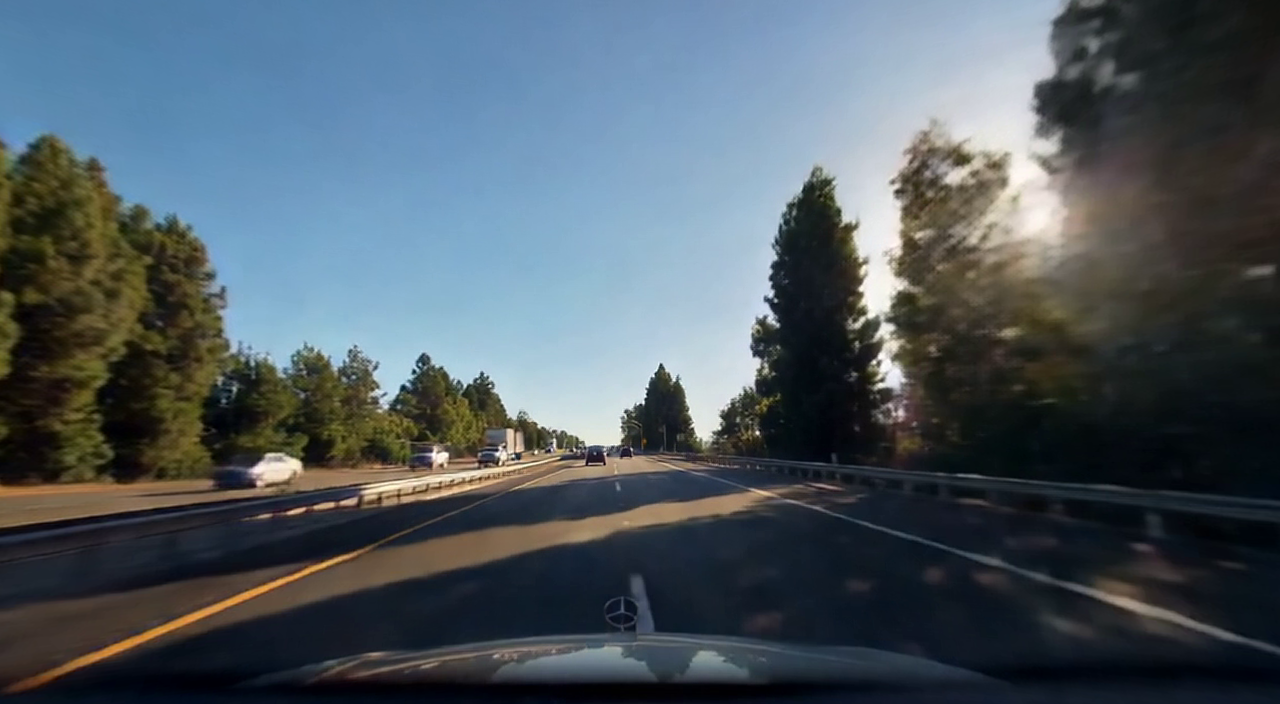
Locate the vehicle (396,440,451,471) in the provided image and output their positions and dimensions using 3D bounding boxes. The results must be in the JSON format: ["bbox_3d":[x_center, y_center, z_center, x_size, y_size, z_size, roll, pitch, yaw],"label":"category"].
[{"bbox_3d":[-15.786,7.570,46.018,2.209,2.067,5.308,0,-9,-2],"label":"vehicle"}]

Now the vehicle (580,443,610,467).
[{"bbox_3d":[-3.315,7.616,46.622,2.098,1.692,4.038,0,-9,-2],"label":"vehicle"}]

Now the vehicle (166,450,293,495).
[{"bbox_3d":[-15.050,4.404,23.325,1.849,1.497,4.415,0,-9,-2],"label":"vehicle"}]
